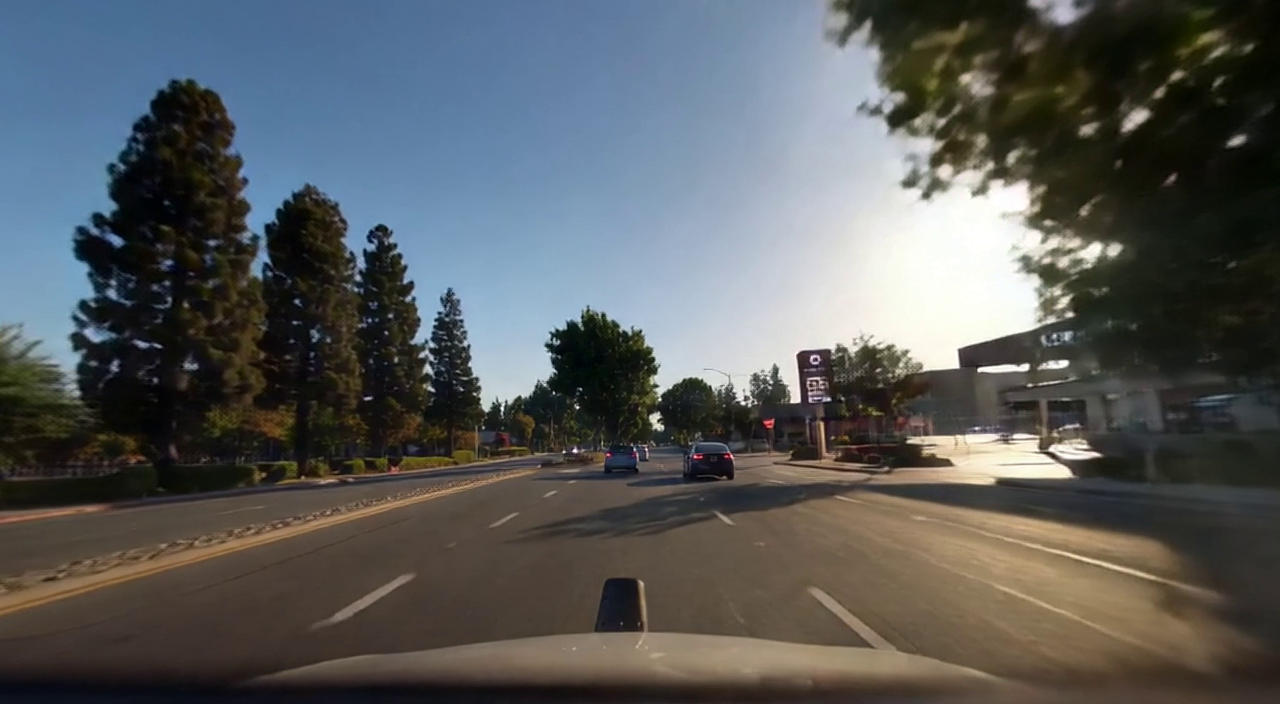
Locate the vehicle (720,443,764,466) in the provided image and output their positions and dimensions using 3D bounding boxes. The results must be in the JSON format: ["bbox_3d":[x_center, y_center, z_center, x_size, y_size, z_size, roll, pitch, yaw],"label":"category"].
[{"bbox_3d":[6.336,6.399,39.637,2.068,1.393,3.874,0,-8,-1],"label":"vehicle"}]

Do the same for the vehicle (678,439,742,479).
[{"bbox_3d":[2.831,4.448,26.617,2.057,1.491,4.675,0,-8,-1],"label":"vehicle"}]

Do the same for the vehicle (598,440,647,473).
[{"bbox_3d":[-0.800,5.097,31.047,2.242,1.474,4.127,0,-8,0],"label":"vehicle"}]
